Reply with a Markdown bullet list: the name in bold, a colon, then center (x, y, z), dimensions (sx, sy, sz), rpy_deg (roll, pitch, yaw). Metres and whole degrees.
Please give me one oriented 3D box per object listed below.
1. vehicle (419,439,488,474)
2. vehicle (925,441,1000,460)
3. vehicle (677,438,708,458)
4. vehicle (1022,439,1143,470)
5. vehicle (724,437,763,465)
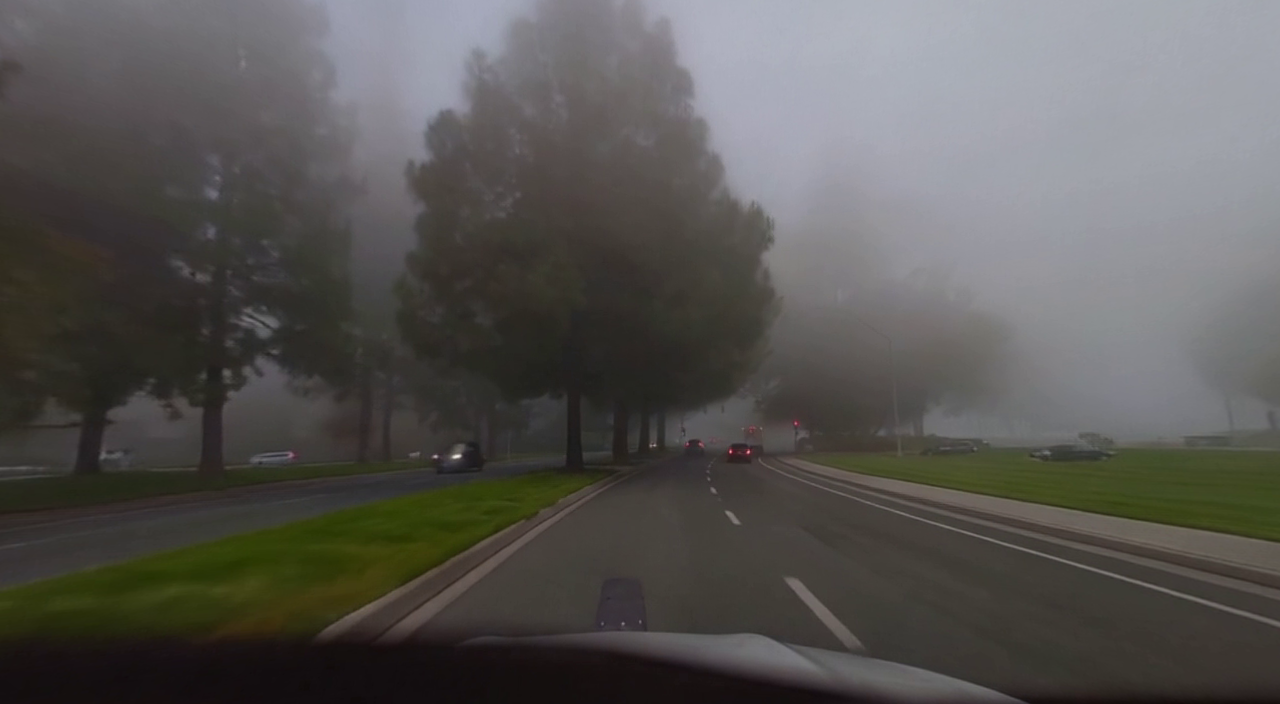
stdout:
- **vehicle**: center (-10.021, 5.643, 34.304), dimensions (1.969, 1.755, 4.518), rpy_deg (-1, -9, 6)
- **vehicle**: center (24.129, 7.406, 47.369), dimensions (4.627, 1.418, 1.800), rpy_deg (-2, -9, 10)
- **vehicle**: center (4.191, 7.576, 49.808), dimensions (2.066, 1.482, 4.273), rpy_deg (-2, -9, 9)
- **vehicle**: center (22.513, 5.226, 32.224), dimensions (4.322, 1.467, 2.457), rpy_deg (0, -8, -2)
- **vehicle**: center (5.973, 5.767, 36.941), dimensions (1.989, 1.497, 4.436), rpy_deg (-1, -8, 6)
